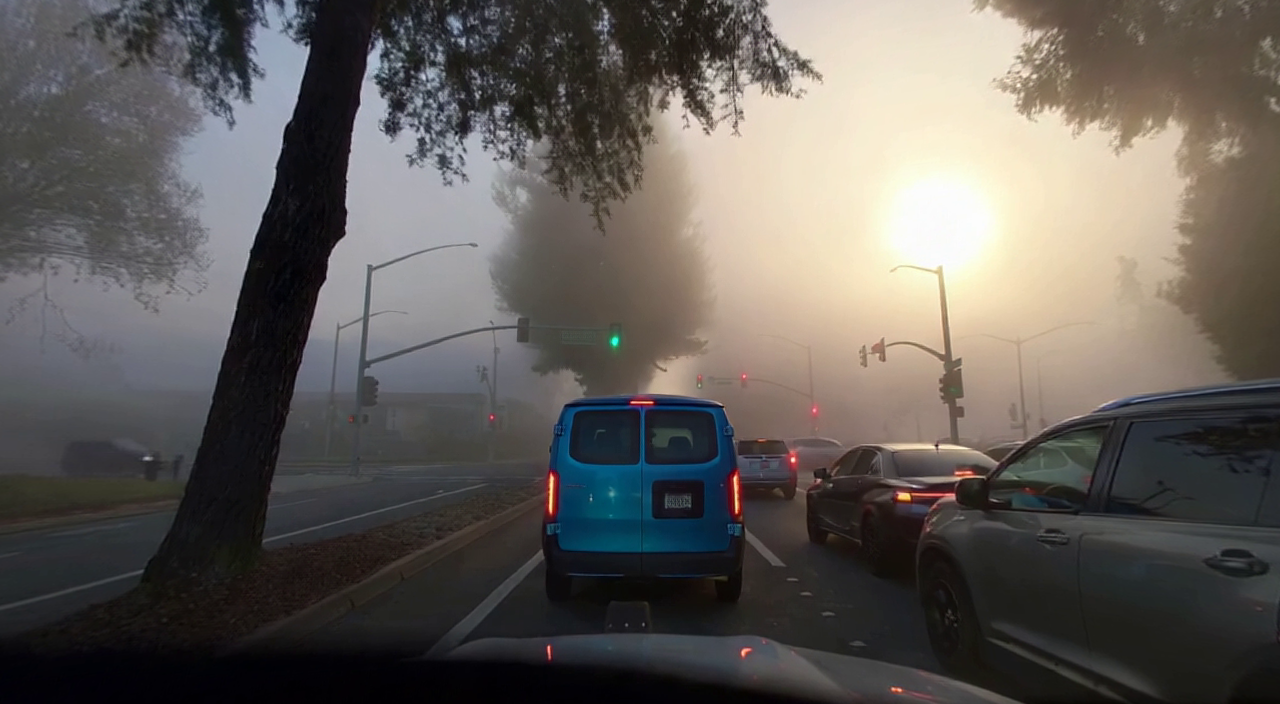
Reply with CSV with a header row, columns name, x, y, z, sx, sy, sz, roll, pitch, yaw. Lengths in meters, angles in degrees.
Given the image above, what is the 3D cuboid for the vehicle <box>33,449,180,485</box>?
name,x,y,z,sx,sy,sz,roll,pitch,yaw
vehicle,-24.204,5.209,28.779,4.789,1.514,1.866,1,-8,-6

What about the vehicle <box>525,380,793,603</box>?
name,x,y,z,sx,sy,sz,roll,pitch,yaw
vehicle,0.166,1.465,7.433,2.185,1.822,4.391,0,-8,0

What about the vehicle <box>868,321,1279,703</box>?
name,x,y,z,sx,sy,sz,roll,pitch,yaw
vehicle,2.899,0.947,3.187,1.971,1.663,4.287,0,-8,2
